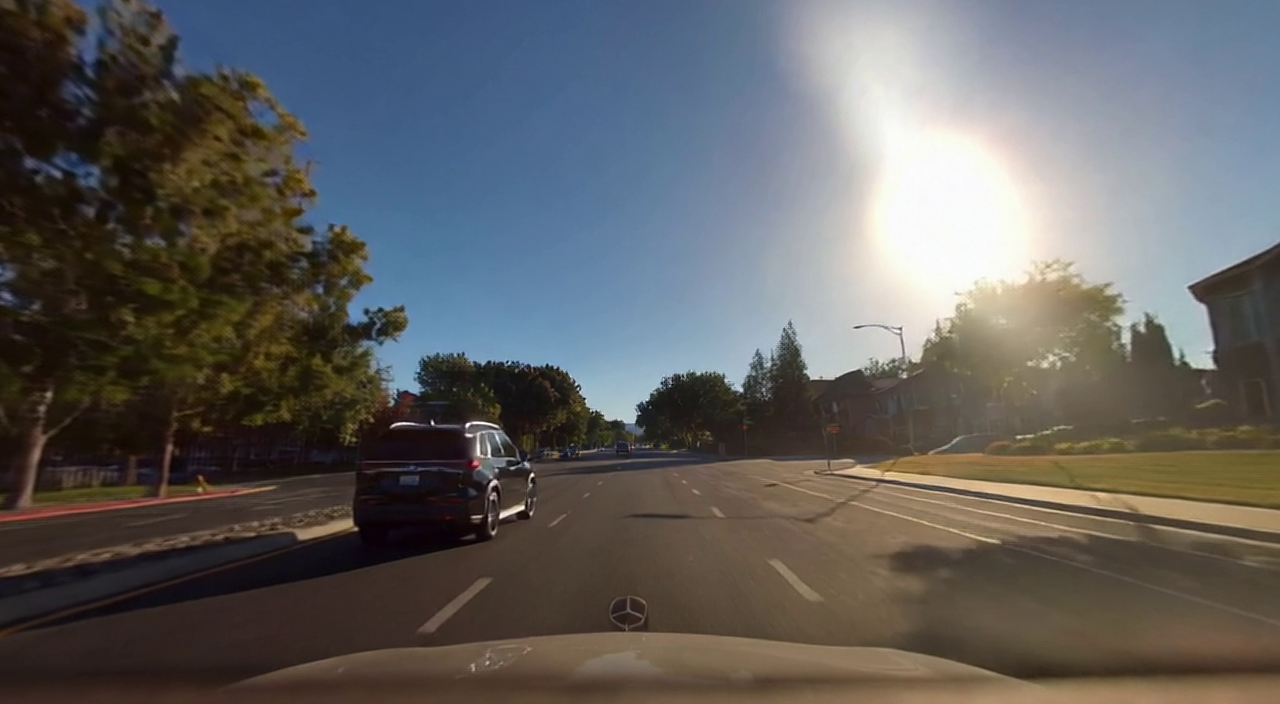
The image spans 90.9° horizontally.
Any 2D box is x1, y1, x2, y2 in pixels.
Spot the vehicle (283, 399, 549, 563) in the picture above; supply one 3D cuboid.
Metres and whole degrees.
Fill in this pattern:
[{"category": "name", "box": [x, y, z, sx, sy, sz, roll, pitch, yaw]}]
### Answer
[{"category": "vehicle", "box": [-2.895, 1.811, 9.590, 2.179, 1.851, 4.756, 0, -8, 1]}]
